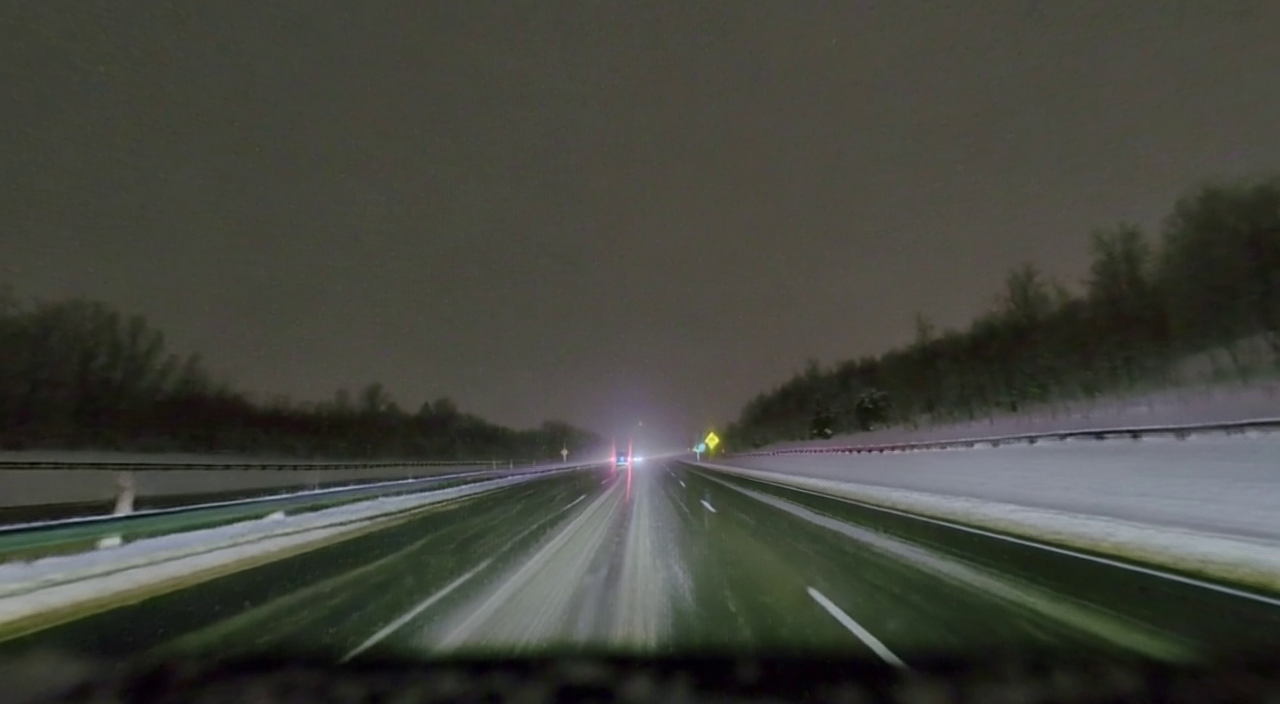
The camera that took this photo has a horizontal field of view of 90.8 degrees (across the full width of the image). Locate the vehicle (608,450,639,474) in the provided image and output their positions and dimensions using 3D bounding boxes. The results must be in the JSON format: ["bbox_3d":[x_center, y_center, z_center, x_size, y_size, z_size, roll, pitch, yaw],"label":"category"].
[{"bbox_3d":[-1.143,7.909,45.558,2.053,1.647,4.252,0,-9,2],"label":"vehicle"}]
